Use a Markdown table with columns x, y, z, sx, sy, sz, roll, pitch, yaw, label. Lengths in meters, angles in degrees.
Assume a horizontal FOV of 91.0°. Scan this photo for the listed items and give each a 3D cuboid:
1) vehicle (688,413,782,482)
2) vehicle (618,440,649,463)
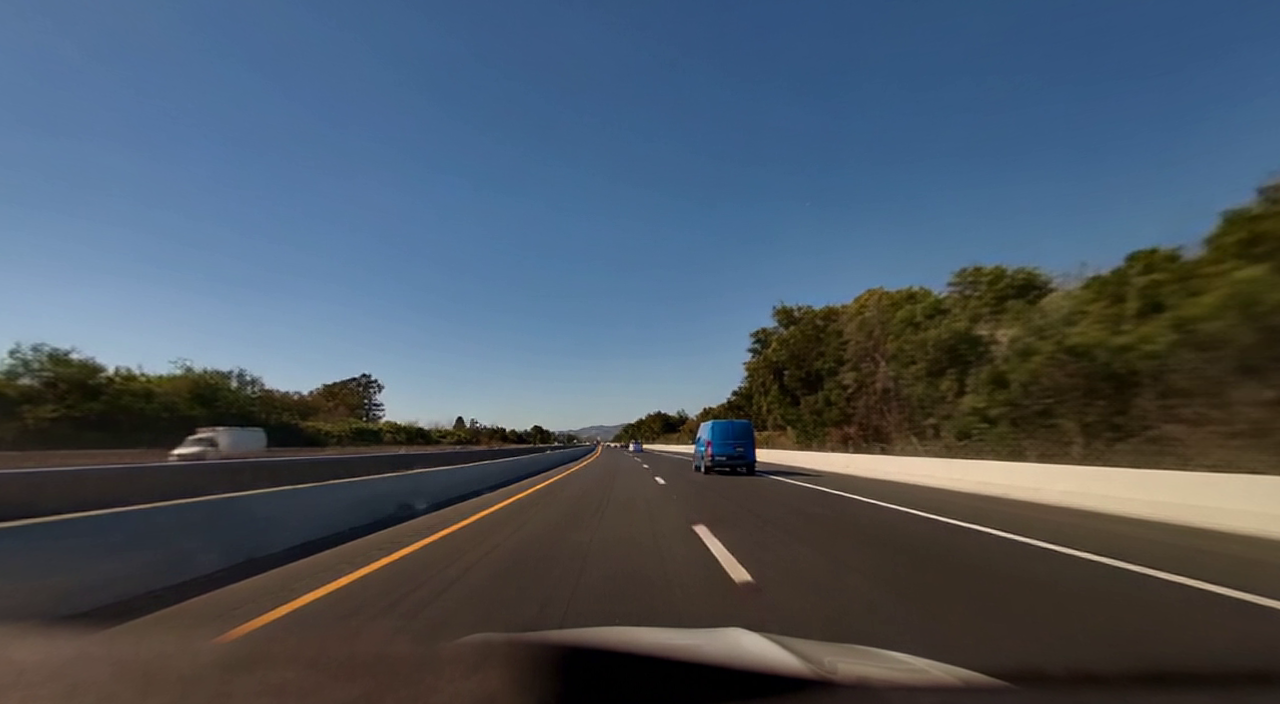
| x | y | z | sx | sy | sz | roll | pitch | yaw | label |
| --- | --- | --- | --- | --- | --- | --- | --- | --- | --- |
| 3.048 | 3.218 | 21.372 | 2.269 | 2.048 | 4.679 | 0 | -8 | -2 | vehicle |
| -0.450 | 6.868 | 43.530 | 2.005 | 1.466 | 3.739 | 0 | -8 | 0 | vehicle |
